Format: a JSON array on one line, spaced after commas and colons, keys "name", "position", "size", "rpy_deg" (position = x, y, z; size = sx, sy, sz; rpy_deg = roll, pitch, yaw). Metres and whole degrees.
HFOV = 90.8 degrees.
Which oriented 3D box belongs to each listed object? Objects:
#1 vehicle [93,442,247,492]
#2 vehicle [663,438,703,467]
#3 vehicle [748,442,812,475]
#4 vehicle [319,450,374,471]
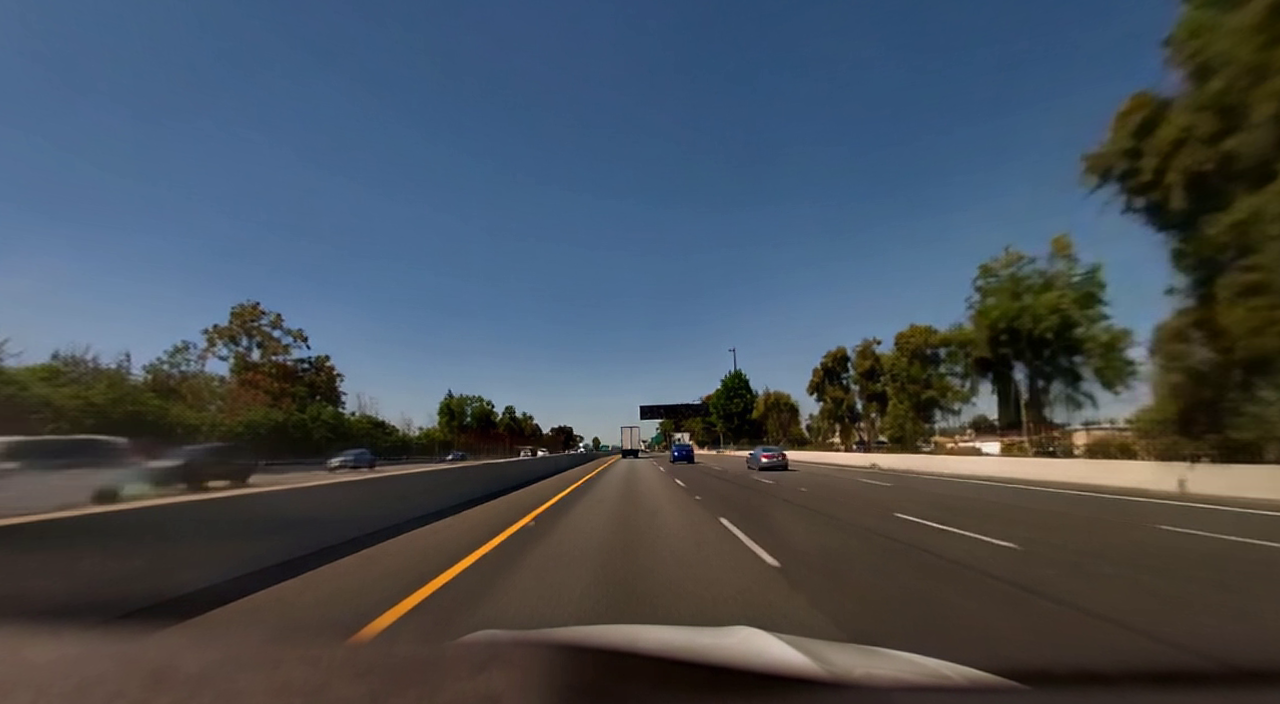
[{"name": "vehicle", "position": [-18.643, 4.567, 25.512], "size": [2.113, 1.784, 5.421], "rpy_deg": [0, -9, -1]}, {"name": "vehicle", "position": [2.847, 6.824, 43.097], "size": [2.258, 1.824, 4.908], "rpy_deg": [0, -9, -1]}, {"name": "vehicle", "position": [6.567, 5.044, 30.133], "size": [2.009, 1.456, 4.097], "rpy_deg": [0, -9, -1]}, {"name": "vehicle", "position": [-22.560, 8.345, 48.743], "size": [1.912, 1.513, 5.034], "rpy_deg": [0, -9, -1]}]
